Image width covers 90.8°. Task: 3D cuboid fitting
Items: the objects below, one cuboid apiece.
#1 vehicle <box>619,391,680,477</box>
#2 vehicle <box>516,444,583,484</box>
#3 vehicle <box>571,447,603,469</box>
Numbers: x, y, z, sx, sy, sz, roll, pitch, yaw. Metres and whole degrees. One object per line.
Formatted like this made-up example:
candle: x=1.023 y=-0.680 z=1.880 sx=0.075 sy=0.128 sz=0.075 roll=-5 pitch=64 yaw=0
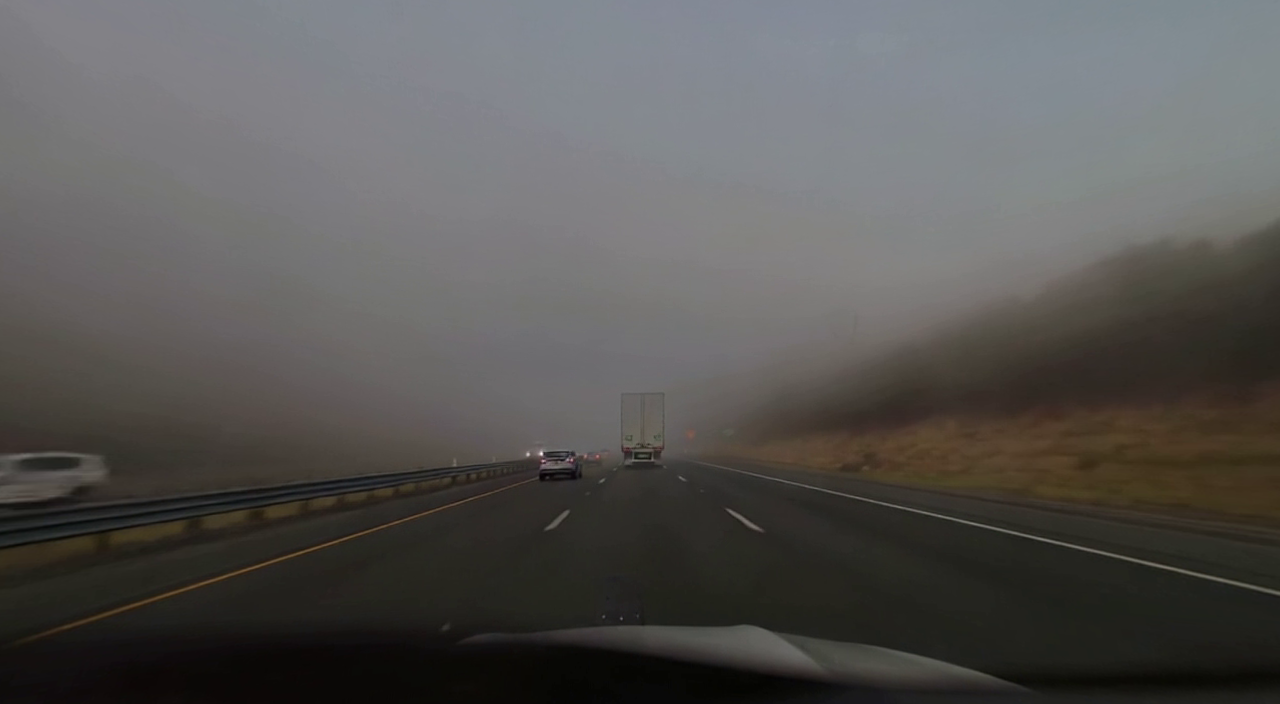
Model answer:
vehicle: x=0.374 y=4.748 z=35.686 sx=2.919 sy=4.048 sz=11.010 roll=0 pitch=-9 yaw=-1
vehicle: x=-3.663 y=4.631 z=26.370 sx=2.053 sy=1.489 sz=4.740 roll=0 pitch=-9 yaw=0
vehicle: x=-3.770 y=7.638 z=45.614 sx=2.051 sy=1.537 sz=4.111 roll=0 pitch=-9 yaw=-1
